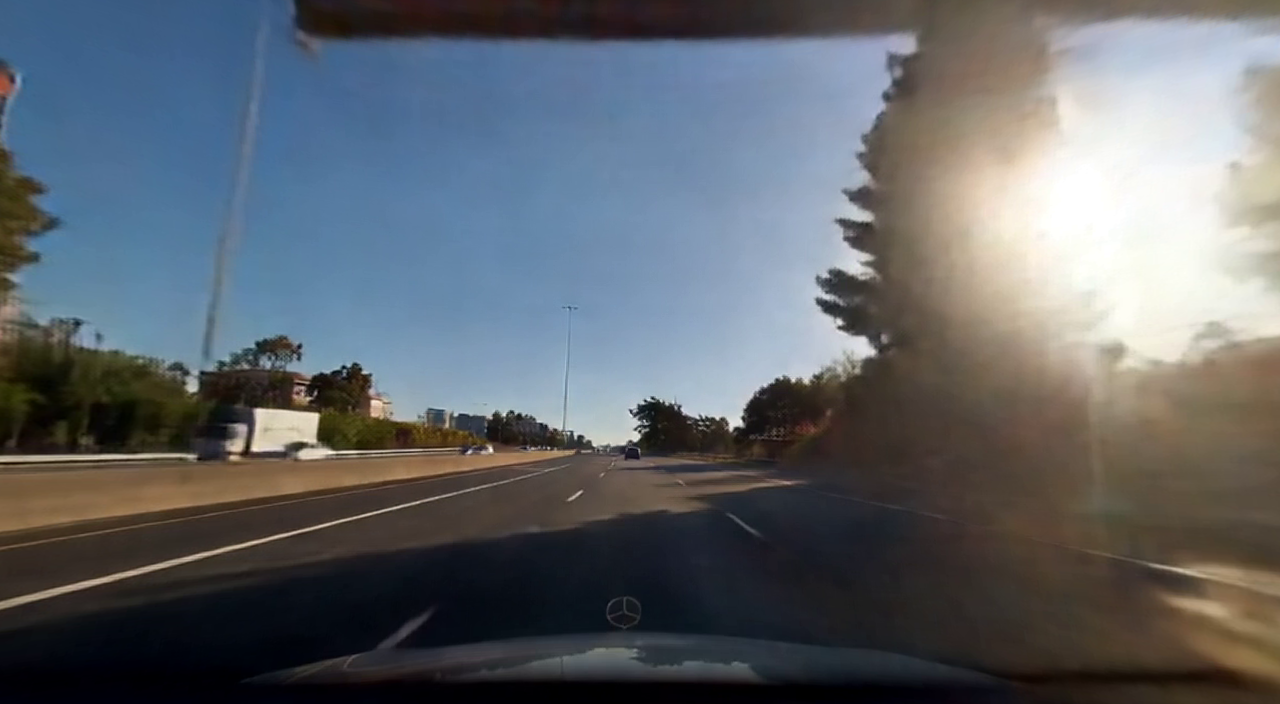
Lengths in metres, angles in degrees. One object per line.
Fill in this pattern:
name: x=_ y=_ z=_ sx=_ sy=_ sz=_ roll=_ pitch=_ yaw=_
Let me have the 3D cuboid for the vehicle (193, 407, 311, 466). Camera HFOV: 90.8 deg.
vehicle: x=-24.886 y=5.555 z=41.065 sx=2.606 sy=3.427 sz=7.794 roll=0 pitch=-9 yaw=0

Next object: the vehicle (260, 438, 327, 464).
vehicle: x=-20.904 y=5.993 z=38.241 sx=1.798 sy=1.472 sz=4.018 roll=0 pitch=-9 yaw=0
